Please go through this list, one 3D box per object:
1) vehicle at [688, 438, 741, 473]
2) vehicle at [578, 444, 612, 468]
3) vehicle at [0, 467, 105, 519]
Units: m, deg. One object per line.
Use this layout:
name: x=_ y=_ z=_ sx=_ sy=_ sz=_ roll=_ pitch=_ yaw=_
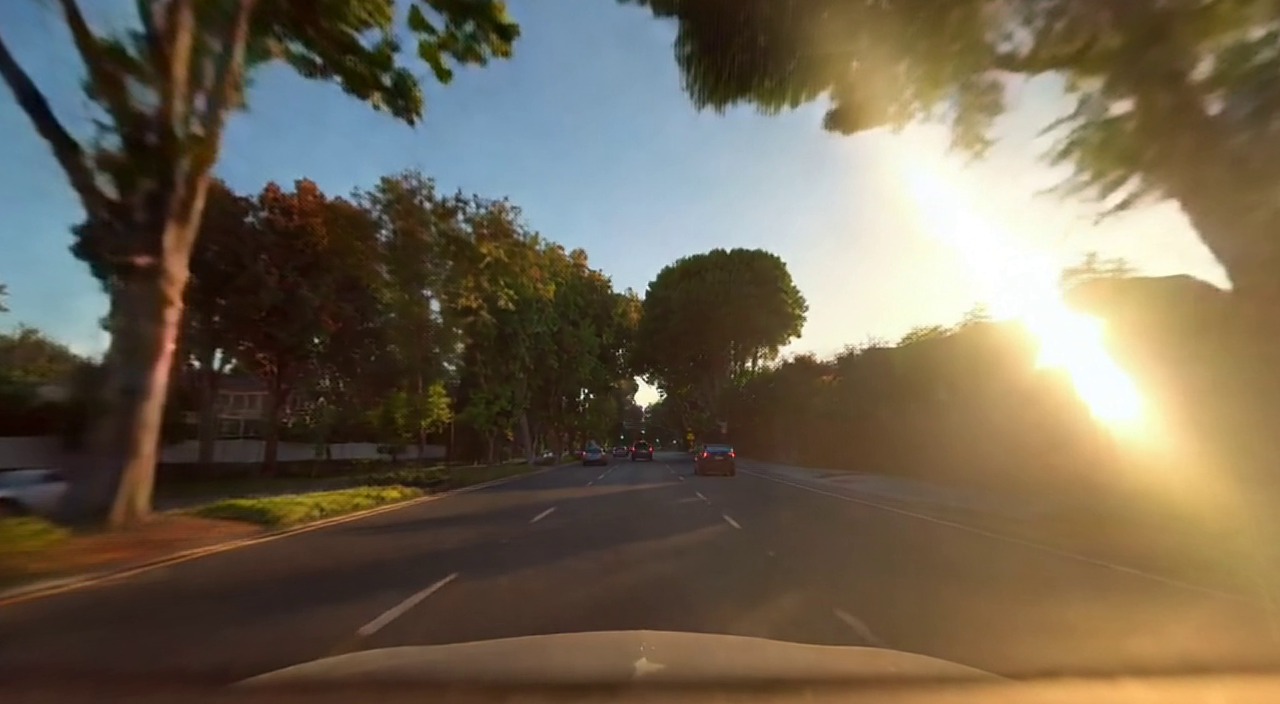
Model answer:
vehicle: x=3.831 y=5.400 z=33.069 sx=2.182 sy=1.688 sz=4.187 roll=0 pitch=-9 yaw=-1
vehicle: x=-2.981 y=6.961 z=42.392 sx=1.940 sy=1.473 sz=4.133 roll=0 pitch=-9 yaw=1
vehicle: x=-21.088 y=4.683 z=21.037 sx=1.960 sy=1.492 sz=5.090 roll=0 pitch=-9 yaw=1
